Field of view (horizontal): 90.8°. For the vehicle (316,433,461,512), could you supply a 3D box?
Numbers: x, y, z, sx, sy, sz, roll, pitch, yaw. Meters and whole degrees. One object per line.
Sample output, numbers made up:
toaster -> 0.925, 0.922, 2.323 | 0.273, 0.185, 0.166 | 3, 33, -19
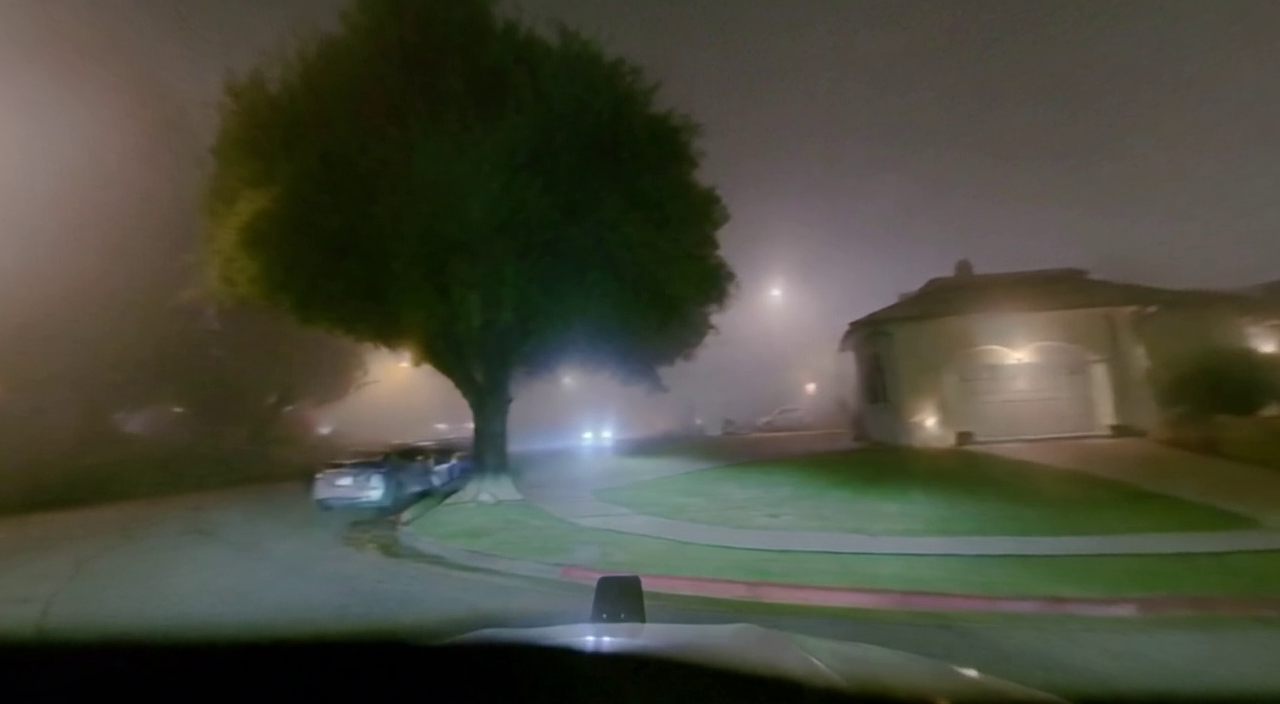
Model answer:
vehicle -> -5.630, 2.713, 14.862 | 1.969, 1.493, 4.681 | 0, -8, -7

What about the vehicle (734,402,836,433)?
vehicle -> 7.617, 3.473, 33.497 | 4.799, 1.469, 2.010 | 0, -8, -5
